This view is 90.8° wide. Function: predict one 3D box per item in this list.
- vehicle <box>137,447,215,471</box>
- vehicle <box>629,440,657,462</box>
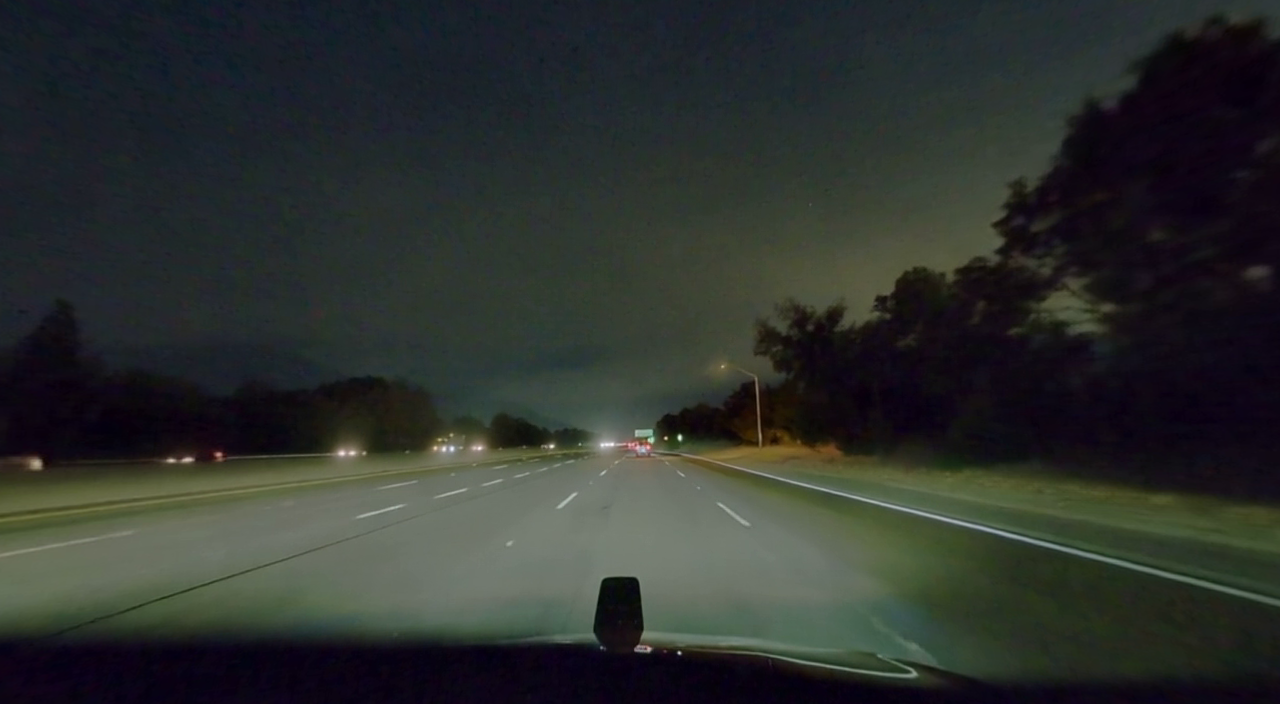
[{"bbox_3d":[-35.615,8.181,48.659,2.008,1.738,5.184,0,-8,0],"label":"vehicle"},{"bbox_3d":[0.225,7.472,47.710,2.021,1.528,4.154,0,-8,0],"label":"vehicle"}]
